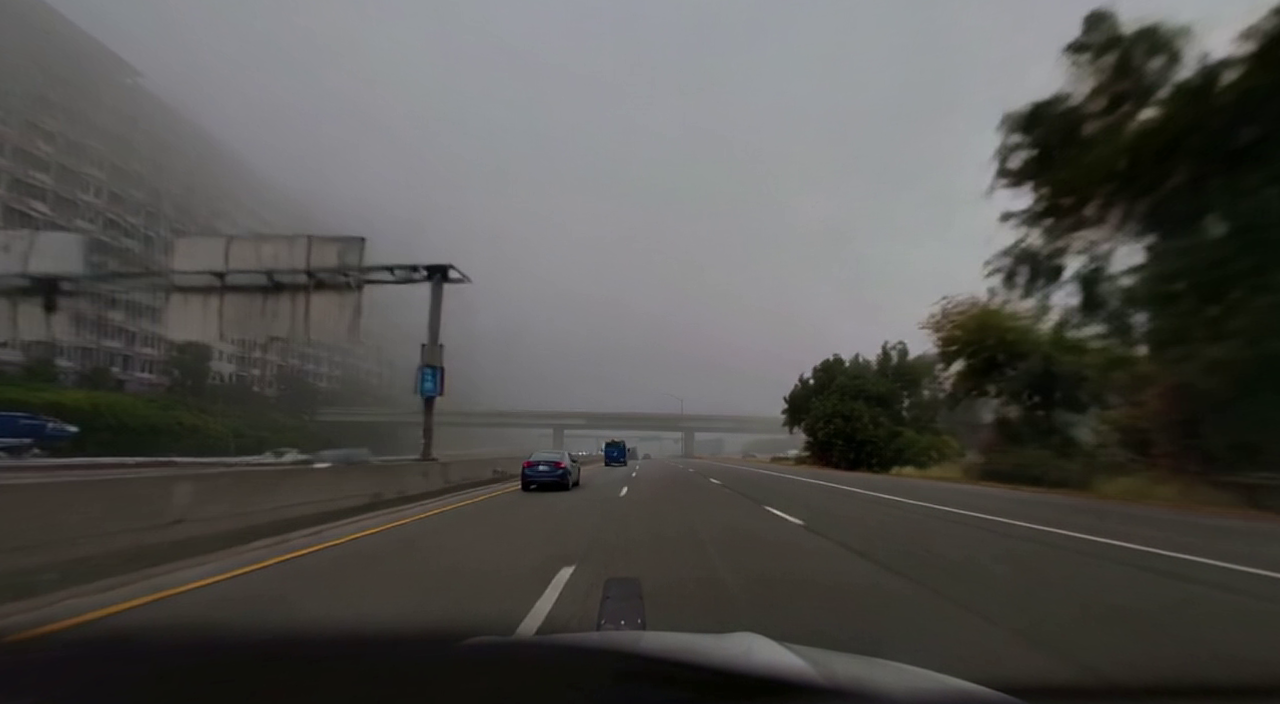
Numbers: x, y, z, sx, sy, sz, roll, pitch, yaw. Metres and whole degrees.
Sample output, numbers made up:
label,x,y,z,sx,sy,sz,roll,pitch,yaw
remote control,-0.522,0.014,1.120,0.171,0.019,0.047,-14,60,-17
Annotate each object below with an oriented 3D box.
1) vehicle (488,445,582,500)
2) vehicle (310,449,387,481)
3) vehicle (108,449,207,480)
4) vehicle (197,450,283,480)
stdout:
label,x,y,z,sx,sy,sz,roll,pitch,yaw
vehicle,-3.075,3.670,19.502,2.039,1.478,4.483,0,-9,1
vehicle,-14.884,5.768,32.420,1.843,1.493,4.235,0,-9,2
vehicle,-26.830,6.256,35.264,1.931,1.613,4.469,0,-9,1
vehicle,-22.440,6.331,35.574,1.885,1.569,4.409,0,-9,1
